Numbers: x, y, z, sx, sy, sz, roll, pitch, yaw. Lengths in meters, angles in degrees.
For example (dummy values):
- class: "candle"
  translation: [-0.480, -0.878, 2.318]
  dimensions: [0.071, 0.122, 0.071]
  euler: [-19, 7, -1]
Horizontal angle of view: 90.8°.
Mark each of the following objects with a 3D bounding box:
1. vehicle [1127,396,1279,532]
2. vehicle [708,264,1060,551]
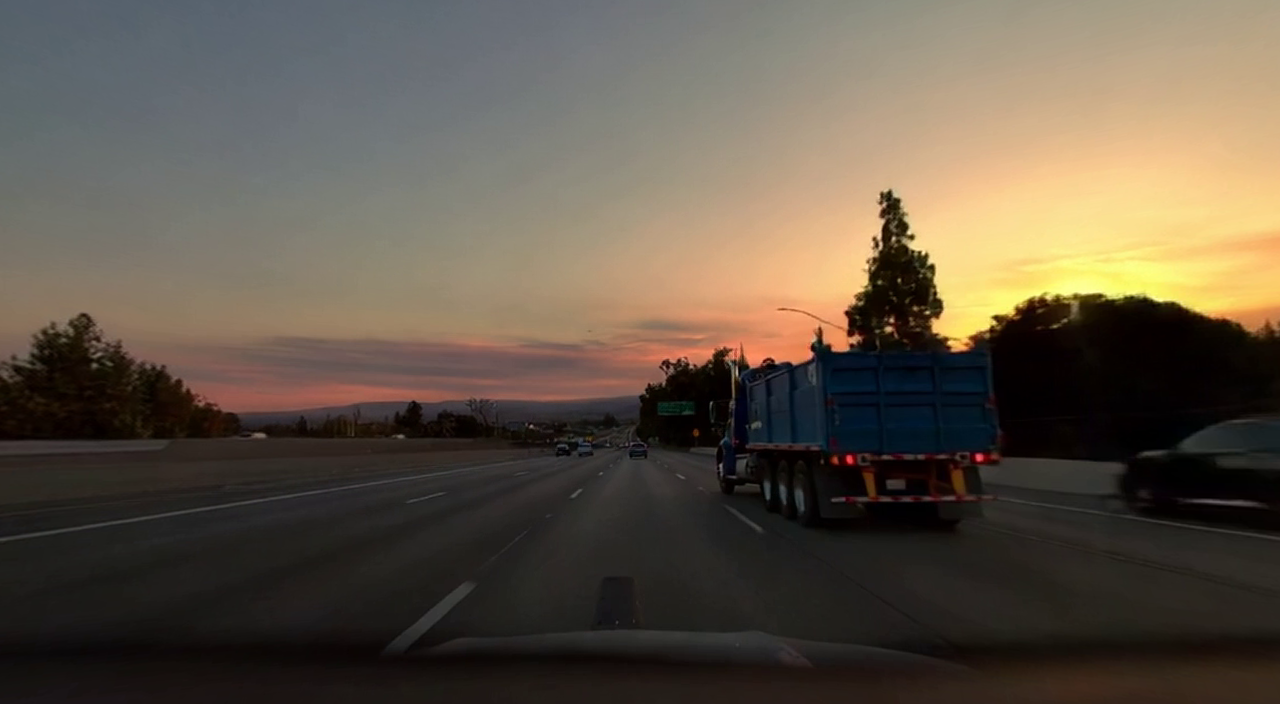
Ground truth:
- class: "vehicle"
  translation: [10.894, 1.715, 9.681]
  dimensions: [2.286, 2.044, 5.722]
  euler: [0, -9, 0]
- class: "vehicle"
  translation: [3.557, 1.425, 13.162]
  dimensions: [2.966, 3.586, 10.563]
  euler: [0, -9, -1]
